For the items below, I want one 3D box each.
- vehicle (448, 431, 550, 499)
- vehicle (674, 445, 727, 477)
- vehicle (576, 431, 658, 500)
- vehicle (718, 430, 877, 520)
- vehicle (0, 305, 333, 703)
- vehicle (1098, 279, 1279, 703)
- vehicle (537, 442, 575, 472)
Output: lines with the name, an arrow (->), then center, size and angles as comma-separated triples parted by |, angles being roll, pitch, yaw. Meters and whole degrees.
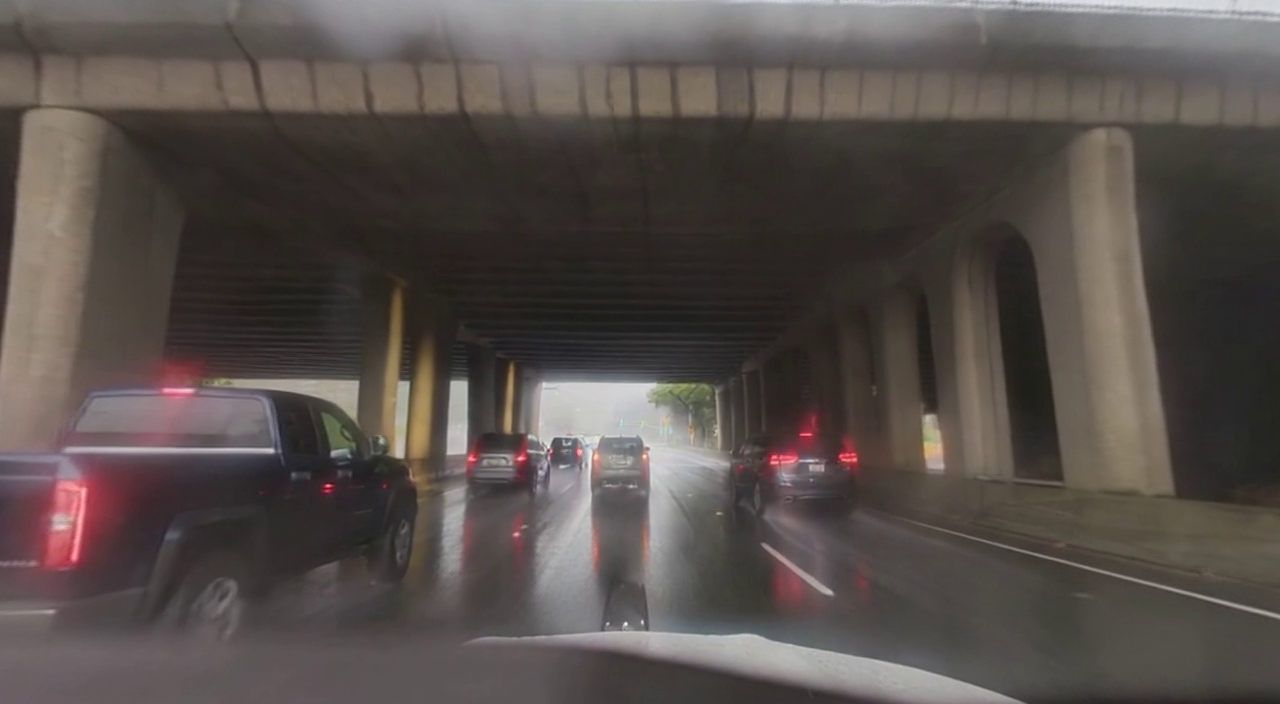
vehicle -> -3.908, 3.205, 18.253 | 2.127, 1.720, 4.064 | 0, -8, -2
vehicle -> 2.983, 5.445, 31.778 | 2.026, 1.457, 3.969 | 1, -8, -4
vehicle -> -0.648, 3.188, 18.067 | 2.097, 1.748, 3.794 | 0, -8, -2
vehicle -> 3.360, 2.762, 14.867 | 2.234, 1.720, 5.378 | 0, -8, -2
vehicle -> -3.550, 0.779, 2.797 | 2.074, 1.814, 4.596 | 0, -8, -1
vehicle -> 3.717, 0.483, 0.966 | 2.401, 1.968, 4.841 | 0, -8, 1
vehicle -> -4.722, 5.953, 35.951 | 1.829, 1.614, 3.611 | 0, -8, -3
